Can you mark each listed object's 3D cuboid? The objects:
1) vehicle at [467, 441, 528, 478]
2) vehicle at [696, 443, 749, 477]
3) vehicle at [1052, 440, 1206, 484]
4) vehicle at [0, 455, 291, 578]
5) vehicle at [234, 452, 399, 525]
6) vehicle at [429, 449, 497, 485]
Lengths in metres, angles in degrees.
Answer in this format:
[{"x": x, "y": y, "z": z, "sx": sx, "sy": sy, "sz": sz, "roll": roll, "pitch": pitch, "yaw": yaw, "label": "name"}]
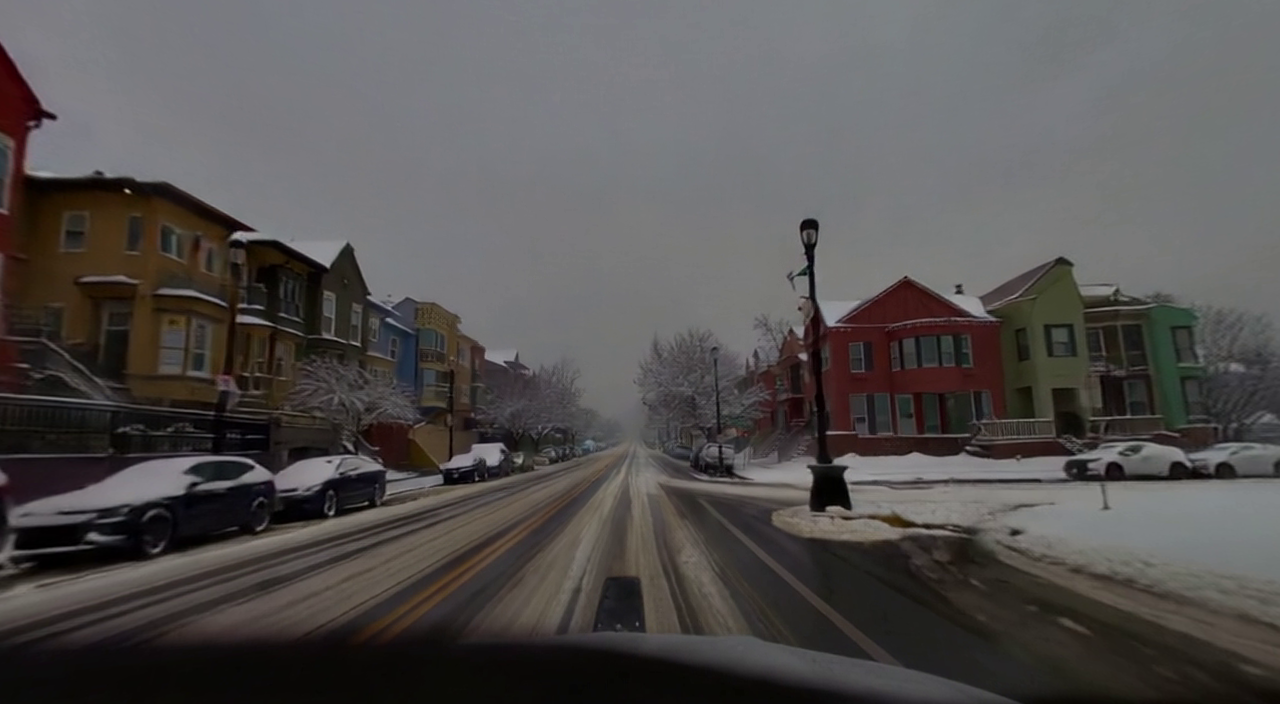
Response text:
[{"x": -7.815, "y": 5.980, "z": 35.203, "sx": 2.283, "sy": 1.853, "sz": 4.903, "roll": -1, "pitch": -9, "yaw": -1, "label": "vehicle"}, {"x": 4.330, "y": 5.706, "z": 33.713, "sx": 2.034, "sy": 1.674, "sz": 4.271, "roll": 1, "pitch": -9, "yaw": -3, "label": "vehicle"}, {"x": 20.141, "y": 4.534, "z": 26.193, "sx": 4.568, "sy": 1.727, "sz": 2.199, "roll": 0, "pitch": -9, "yaw": -2, "label": "vehicle"}, {"x": -8.036, "y": 2.485, "z": 10.419, "sx": 1.970, "sy": 1.480, "sz": 4.616, "roll": -1, "pitch": -9, "yaw": -1, "label": "vehicle"}, {"x": -7.938, "y": 3.347, "z": 16.097, "sx": 1.836, "sy": 1.474, "sz": 4.565, "roll": -1, "pitch": -8, "yaw": -1, "label": "vehicle"}, {"x": -8.065, "y": 5.271, "z": 29.236, "sx": 1.967, "sy": 1.517, "sz": 4.360, "roll": 0, "pitch": -9, "yaw": -1, "label": "vehicle"}]
